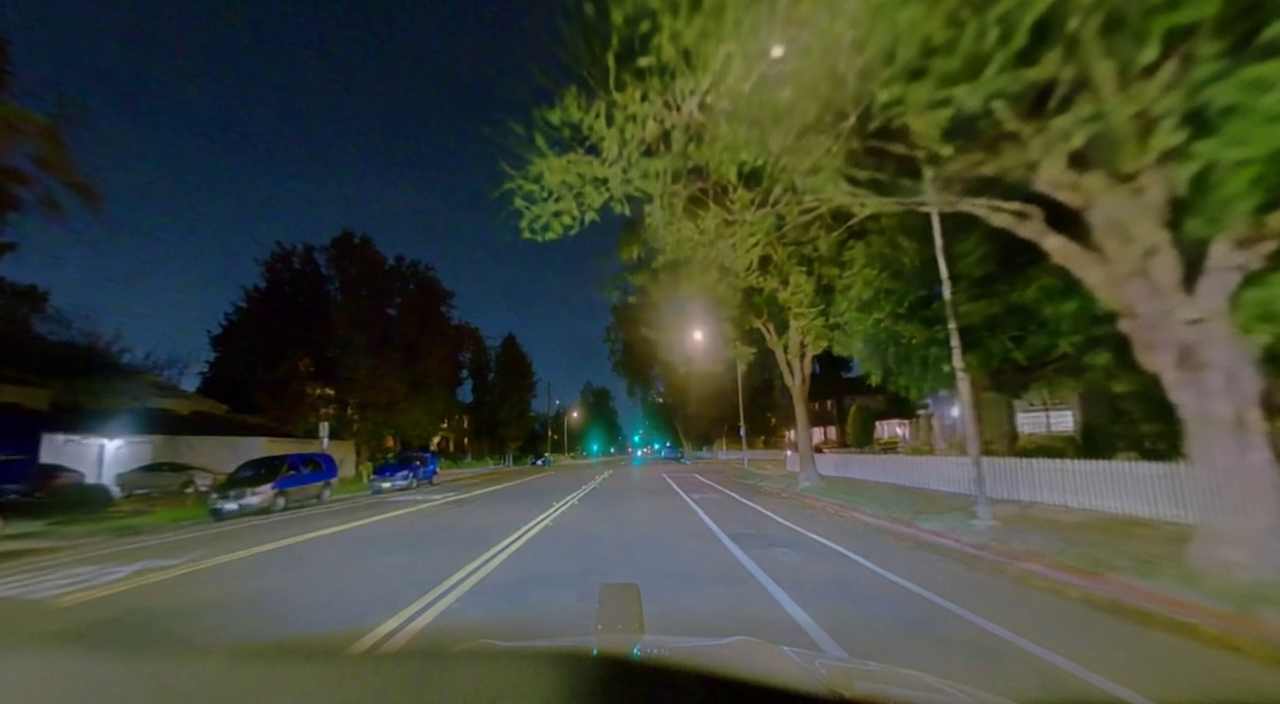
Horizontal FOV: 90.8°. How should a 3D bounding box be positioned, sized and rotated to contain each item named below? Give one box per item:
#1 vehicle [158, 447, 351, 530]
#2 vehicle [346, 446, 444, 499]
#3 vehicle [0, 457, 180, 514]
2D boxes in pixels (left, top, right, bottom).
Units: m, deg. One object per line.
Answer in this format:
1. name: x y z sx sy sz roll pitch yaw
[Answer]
1. vehicle: -11.100 3.909 18.899 2.341 1.835 5.570 -3 -7 0
2. vehicle: -11.113 5.443 29.195 2.241 1.944 5.709 -4 -8 0
3. vehicle: -17.523 4.216 20.166 4.208 1.658 1.800 0 -9 0
